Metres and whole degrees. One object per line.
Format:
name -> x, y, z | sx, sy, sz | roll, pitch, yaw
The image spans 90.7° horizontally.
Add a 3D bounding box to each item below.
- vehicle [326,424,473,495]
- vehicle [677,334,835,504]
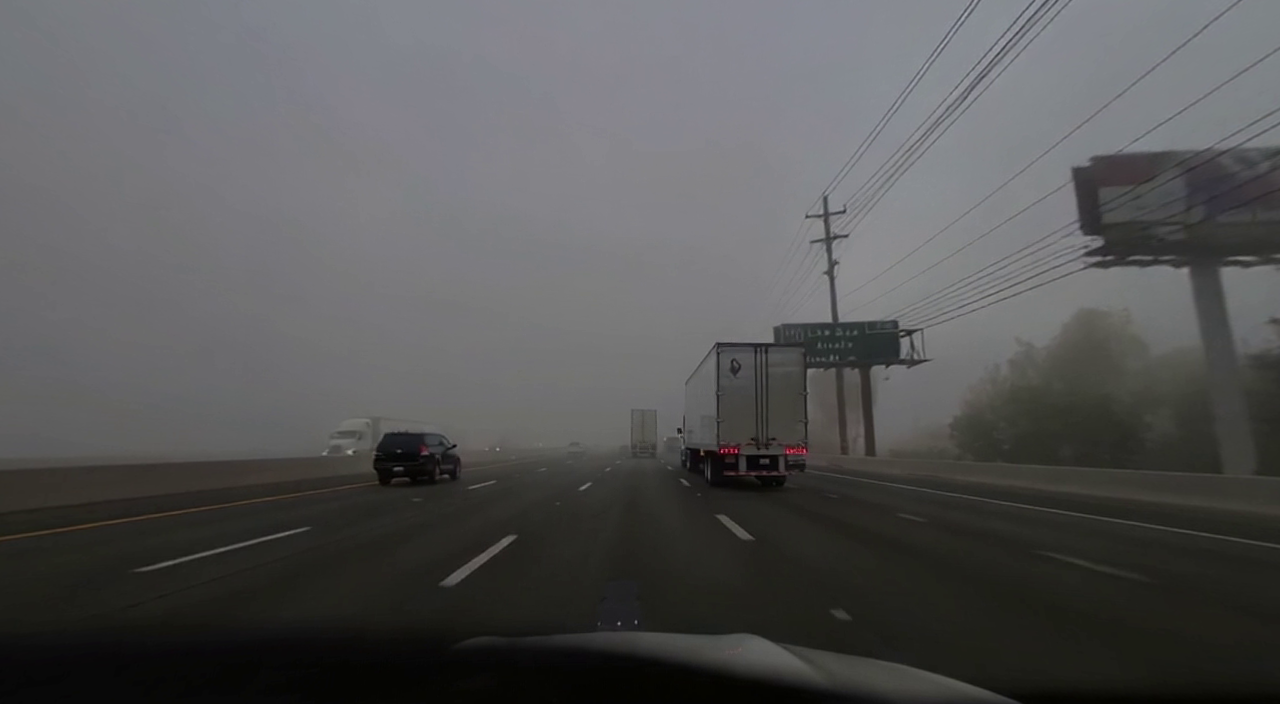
vehicle -> -7.331, 3.363, 20.145 | 2.425, 1.917, 5.647 | 0, -9, 0
vehicle -> 3.304, 2.845, 23.754 | 2.892, 4.152, 16.575 | 0, -9, 0
